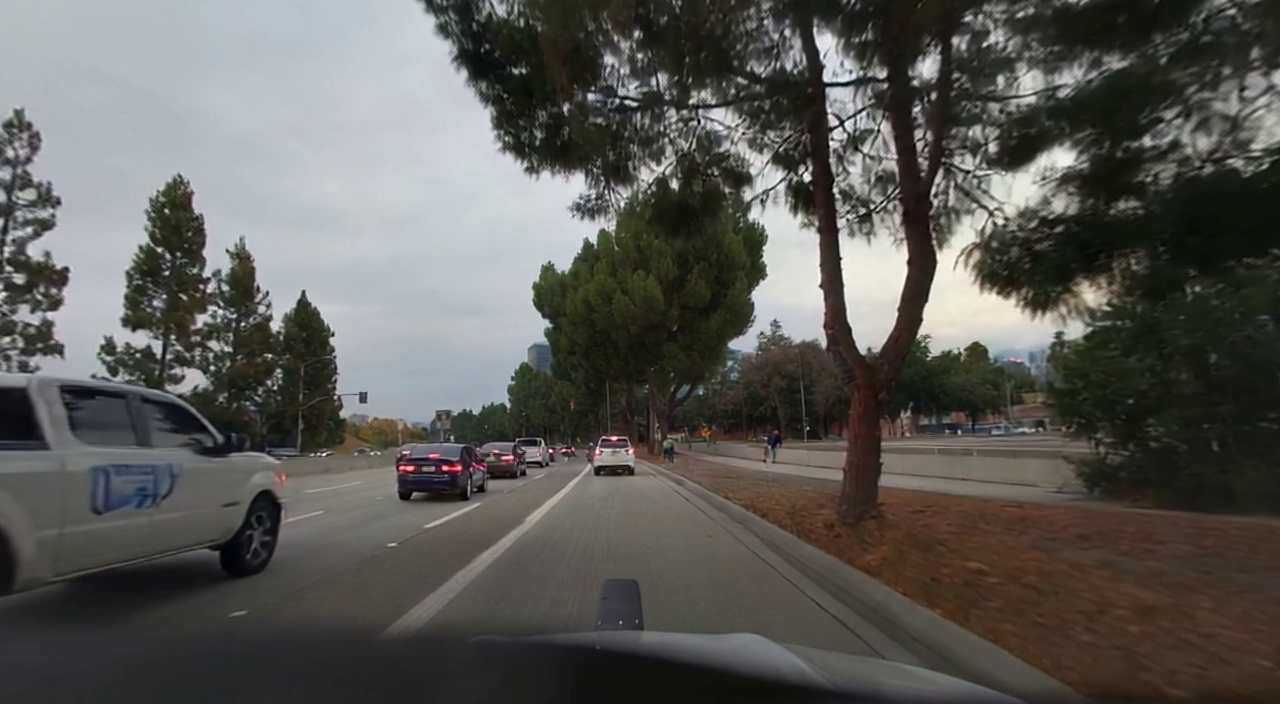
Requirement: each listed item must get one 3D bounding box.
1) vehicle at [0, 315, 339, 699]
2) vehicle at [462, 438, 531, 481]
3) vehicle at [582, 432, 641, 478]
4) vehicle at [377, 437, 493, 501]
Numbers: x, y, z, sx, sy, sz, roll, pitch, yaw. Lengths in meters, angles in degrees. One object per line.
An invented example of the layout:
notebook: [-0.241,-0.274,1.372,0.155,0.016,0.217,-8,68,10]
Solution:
vehicle: [-4.972,0.960,4.165,2.860,2.090,6.593,0,-9,-1]
vehicle: [-6.058,4.592,27.217,2.010,1.674,4.484,0,-9,-1]
vehicle: [-1.265,4.433,27.429,2.368,1.829,4.293,0,-9,-3]
vehicle: [-5.758,3.327,18.353,2.069,1.616,4.108,0,-9,-2]
